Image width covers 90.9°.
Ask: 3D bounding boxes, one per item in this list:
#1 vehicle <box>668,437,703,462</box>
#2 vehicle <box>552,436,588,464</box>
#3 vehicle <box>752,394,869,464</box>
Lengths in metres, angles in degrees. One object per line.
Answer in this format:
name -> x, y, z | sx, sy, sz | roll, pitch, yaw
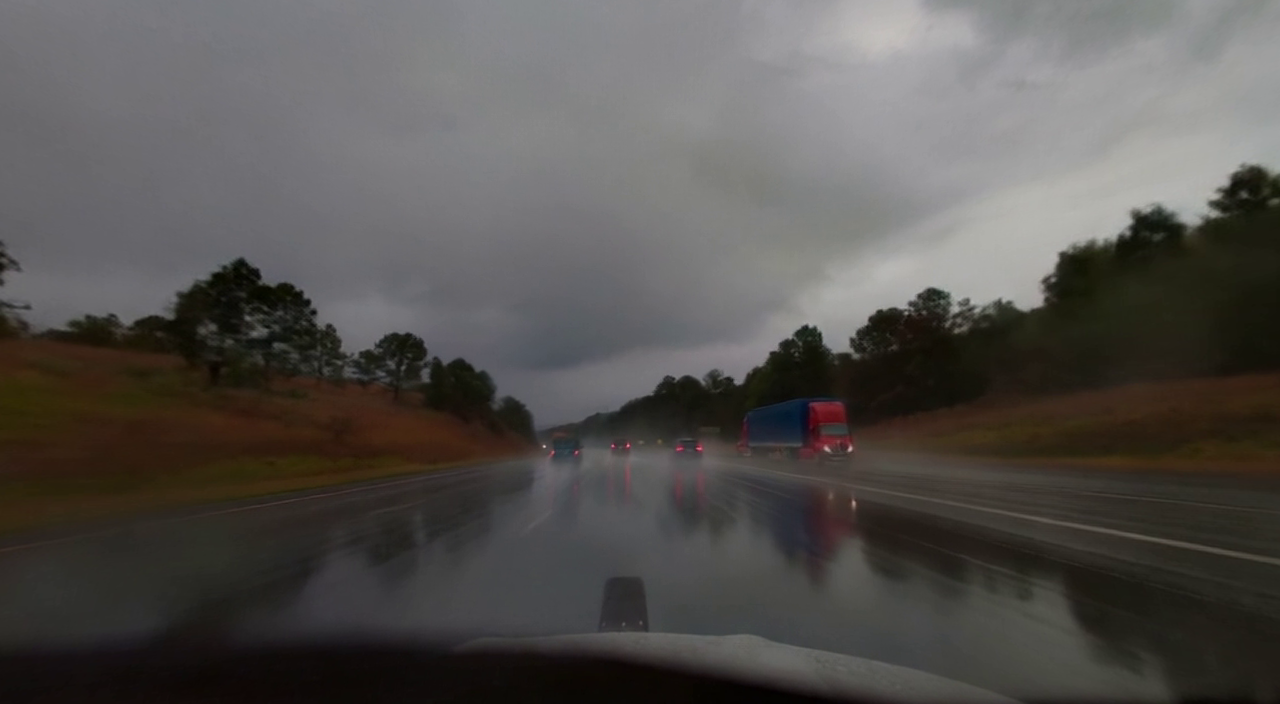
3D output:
vehicle -> 3.182, 6.923, 44.862 | 1.995, 1.712, 4.206 | 0, -8, -3
vehicle -> -4.945, 6.988, 45.252 | 2.120, 1.855, 4.619 | 0, -8, -1
vehicle -> 11.554, 5.721, 45.604 | 2.953, 4.129, 16.568 | 0, -8, -3
